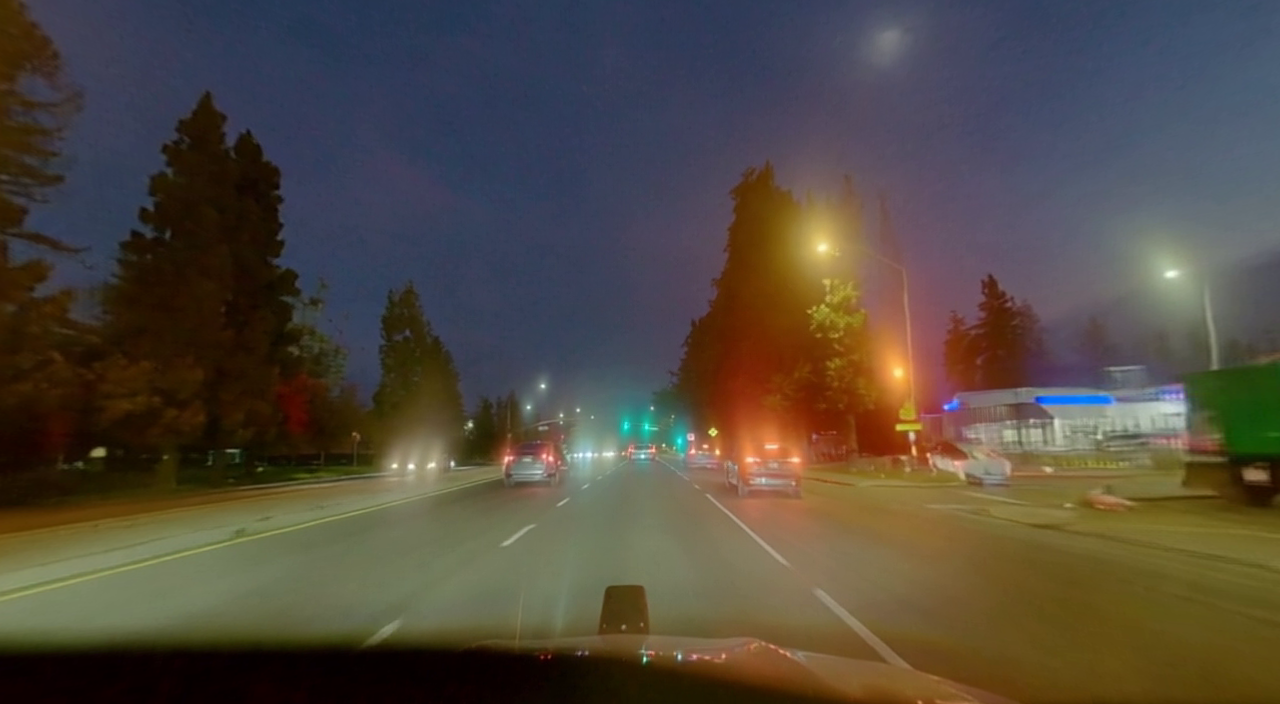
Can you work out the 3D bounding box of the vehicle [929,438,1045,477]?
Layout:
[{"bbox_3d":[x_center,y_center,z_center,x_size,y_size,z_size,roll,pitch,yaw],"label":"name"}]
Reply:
[{"bbox_3d":[14.166,4.326,26.104,1.969,1.457,4.719,0,-9,-2],"label":"vehicle"}]

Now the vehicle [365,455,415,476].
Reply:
[{"bbox_3d":[-18.886,8.570,47.791,1.875,1.475,4.429,0,-9,2],"label":"vehicle"}]

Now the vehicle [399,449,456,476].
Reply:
[{"bbox_3d":[-13.339,6.941,39.806,1.826,1.553,4.293,-1,-9,5],"label":"vehicle"}]

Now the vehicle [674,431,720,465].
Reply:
[{"bbox_3d":[4.363,7.590,49.995,2.760,2.465,7.936,0,-9,-2],"label":"vehicle"}]

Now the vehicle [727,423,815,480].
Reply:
[{"bbox_3d":[5.663,4.461,28.464,2.653,2.231,6.793,0,-9,1],"label":"vehicle"}]

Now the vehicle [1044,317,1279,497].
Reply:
[{"bbox_3d":[14.864,1.332,14.525,8.949,3.673,3.044,1,-8,-2],"label":"vehicle"}]

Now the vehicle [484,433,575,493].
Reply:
[{"bbox_3d":[-3.375,3.503,20.250,2.038,1.682,4.399,0,-9,1],"label":"vehicle"}]
